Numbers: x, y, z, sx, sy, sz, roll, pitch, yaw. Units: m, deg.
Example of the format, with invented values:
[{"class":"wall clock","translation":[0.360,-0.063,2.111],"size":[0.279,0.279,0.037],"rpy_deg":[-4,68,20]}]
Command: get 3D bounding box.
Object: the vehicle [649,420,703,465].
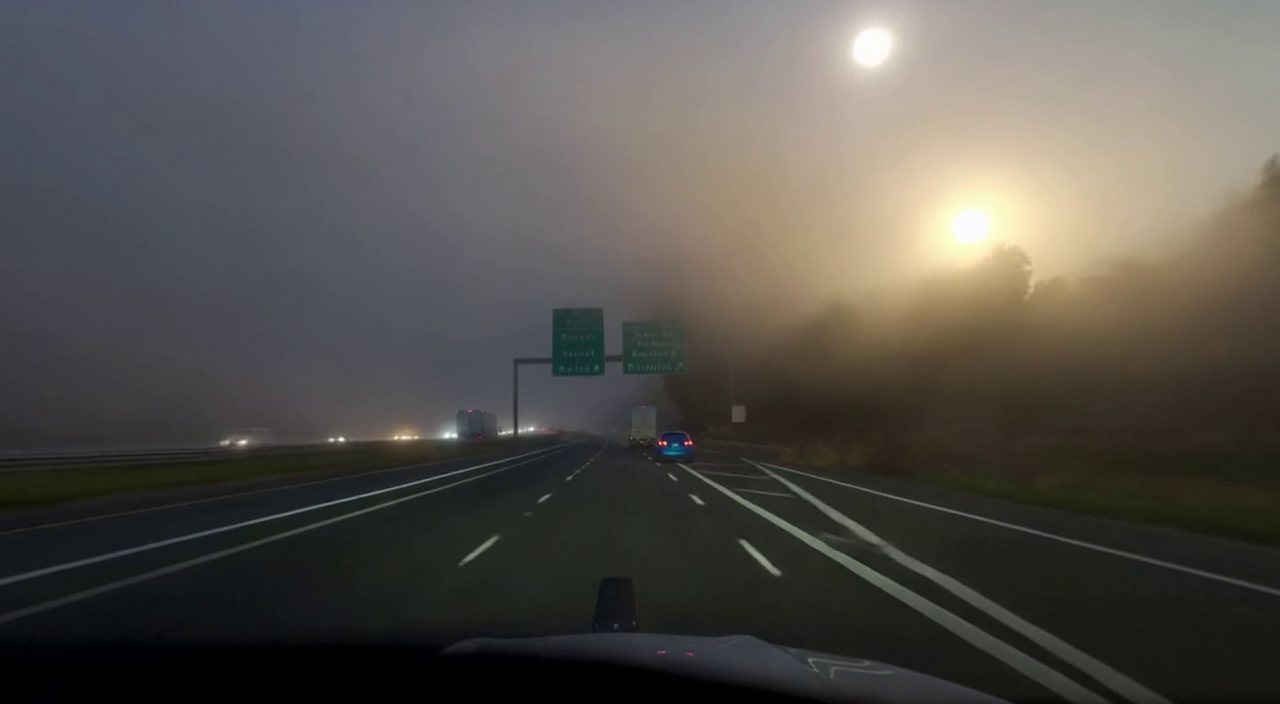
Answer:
[{"class":"vehicle","translation":[1.584,4.173,29.201],"size":[2.076,1.914,4.287],"rpy_deg":[0,-8,-2]}]
